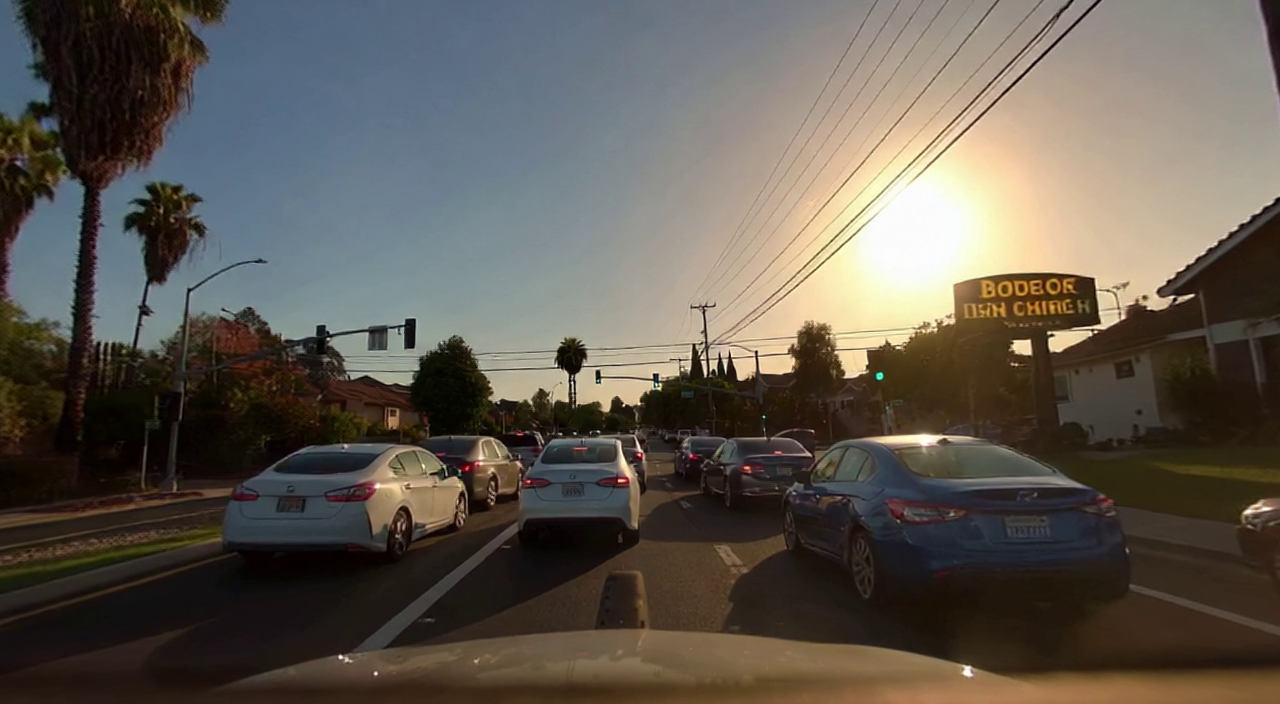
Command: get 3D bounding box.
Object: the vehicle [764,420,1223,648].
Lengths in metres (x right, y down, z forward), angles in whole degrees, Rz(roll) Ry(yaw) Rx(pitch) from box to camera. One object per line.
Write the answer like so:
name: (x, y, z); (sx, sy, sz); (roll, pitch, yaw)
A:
vehicle: (2.744, 1.506, 6.339); (2.014, 1.464, 4.312); (0, -9, -2)

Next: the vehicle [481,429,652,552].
vehicle: (-0.983, 1.999, 9.790); (2.104, 1.500, 3.815); (0, -9, -2)

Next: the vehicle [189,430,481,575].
vehicle: (-3.722, 1.891, 8.840); (2.058, 1.474, 4.473); (0, -9, -3)

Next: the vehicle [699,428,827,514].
vehicle: (2.540, 2.588, 14.193); (1.956, 1.615, 4.205); (0, -9, -1)
